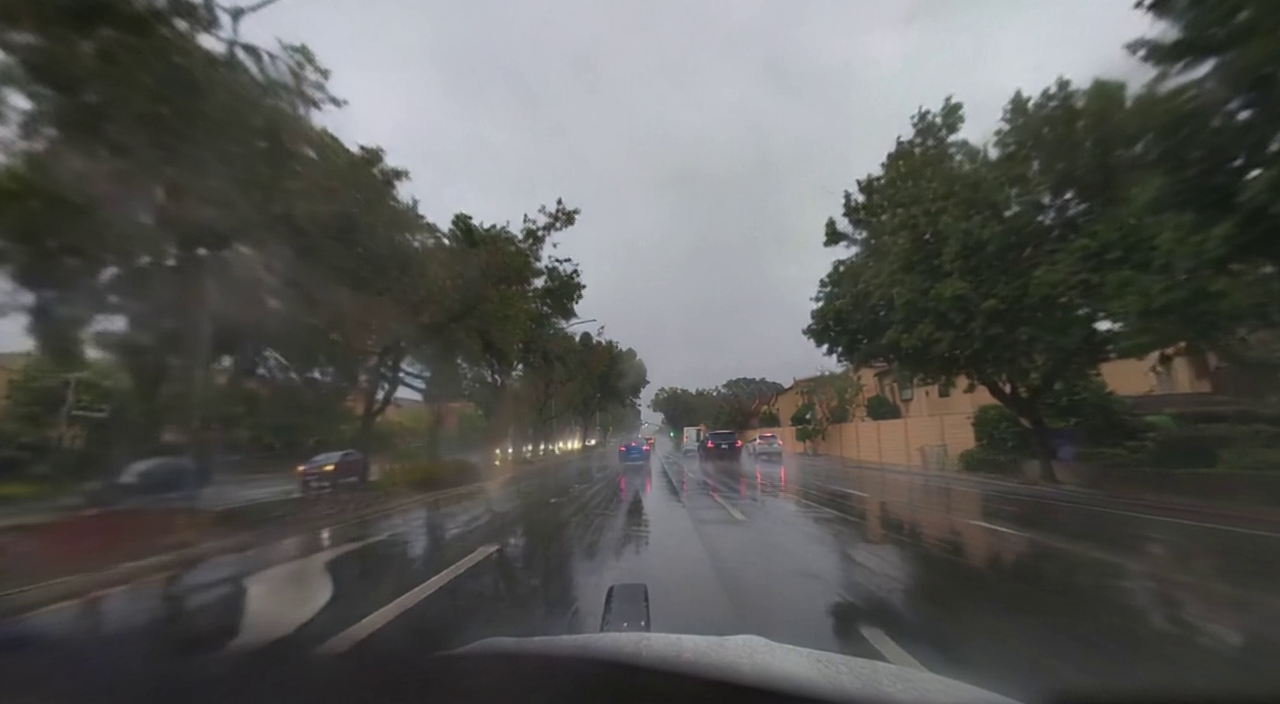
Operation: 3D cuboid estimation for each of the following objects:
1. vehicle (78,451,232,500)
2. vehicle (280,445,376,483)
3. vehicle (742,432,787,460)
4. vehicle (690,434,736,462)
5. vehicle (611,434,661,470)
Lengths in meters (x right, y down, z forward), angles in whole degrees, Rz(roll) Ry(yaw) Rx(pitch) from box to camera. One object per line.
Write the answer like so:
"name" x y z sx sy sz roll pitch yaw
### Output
"vehicle" -17.184 4.365 22.690 1.923 1.469 4.537 0 -8 1
"vehicle" -13.533 4.865 27.669 1.834 1.459 4.406 -1 -8 2
"vehicle" 7.916 6.015 40.387 1.972 1.700 4.269 0 -8 0
"vehicle" 4.112 5.486 36.119 2.067 1.514 4.188 0 -8 0
"vehicle" -0.147 4.519 28.677 2.102 1.481 3.907 0 -8 1
